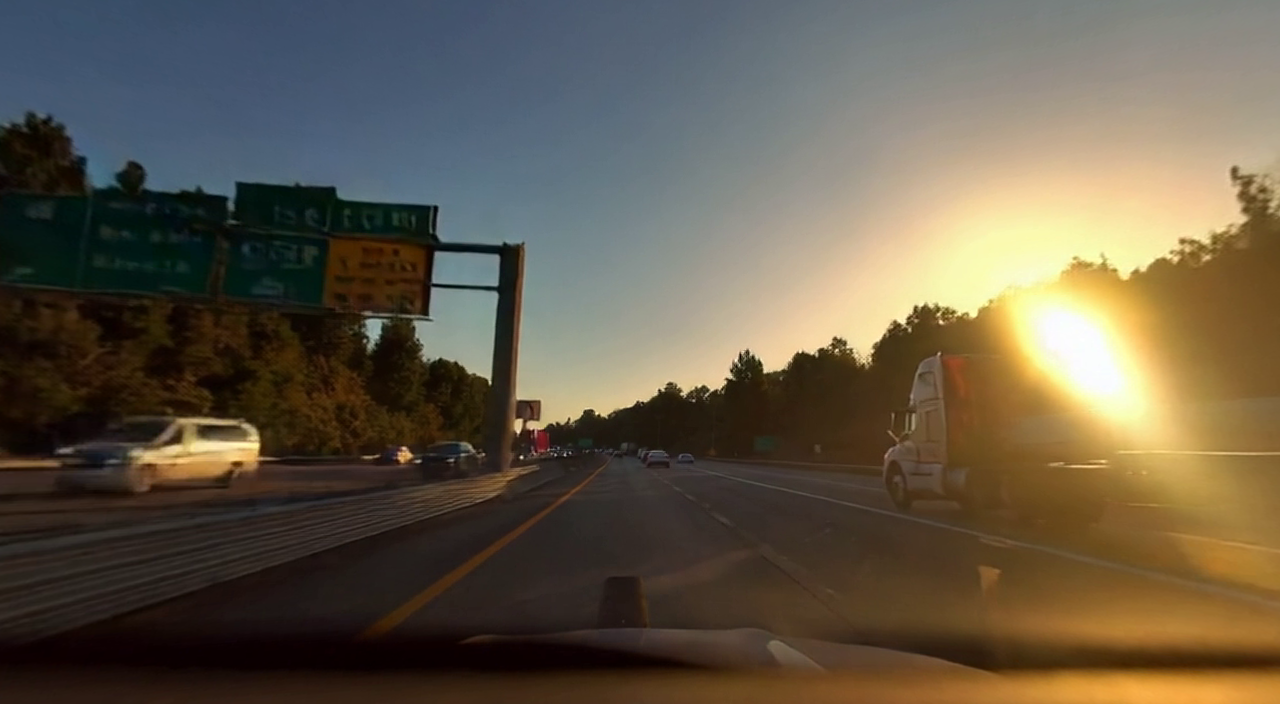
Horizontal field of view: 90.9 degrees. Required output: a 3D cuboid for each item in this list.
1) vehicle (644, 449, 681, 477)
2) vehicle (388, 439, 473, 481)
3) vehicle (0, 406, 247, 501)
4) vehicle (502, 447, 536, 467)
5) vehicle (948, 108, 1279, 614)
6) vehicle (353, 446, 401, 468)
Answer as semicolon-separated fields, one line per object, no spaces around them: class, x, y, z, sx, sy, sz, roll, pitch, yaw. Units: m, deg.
vehicle;1.324;6.728;38.520;2.111;1.599;3.859;0;-9;0
vehicle;-8.505;4.428;26.021;1.943;1.521;4.628;0;-9;0
vehicle;-12.196;2.426;15.191;2.026;1.875;5.341;0;-9;-1
vehicle;-9.224;8.053;48.324;1.789;1.478;4.146;0;-9;-1
vehicle;6.546;-0.181;3.433;2.890;4.006;14.039;0;-9;1
vehicle;-19.870;7.903;47.739;1.830;1.564;4.271;0;-9;-1
